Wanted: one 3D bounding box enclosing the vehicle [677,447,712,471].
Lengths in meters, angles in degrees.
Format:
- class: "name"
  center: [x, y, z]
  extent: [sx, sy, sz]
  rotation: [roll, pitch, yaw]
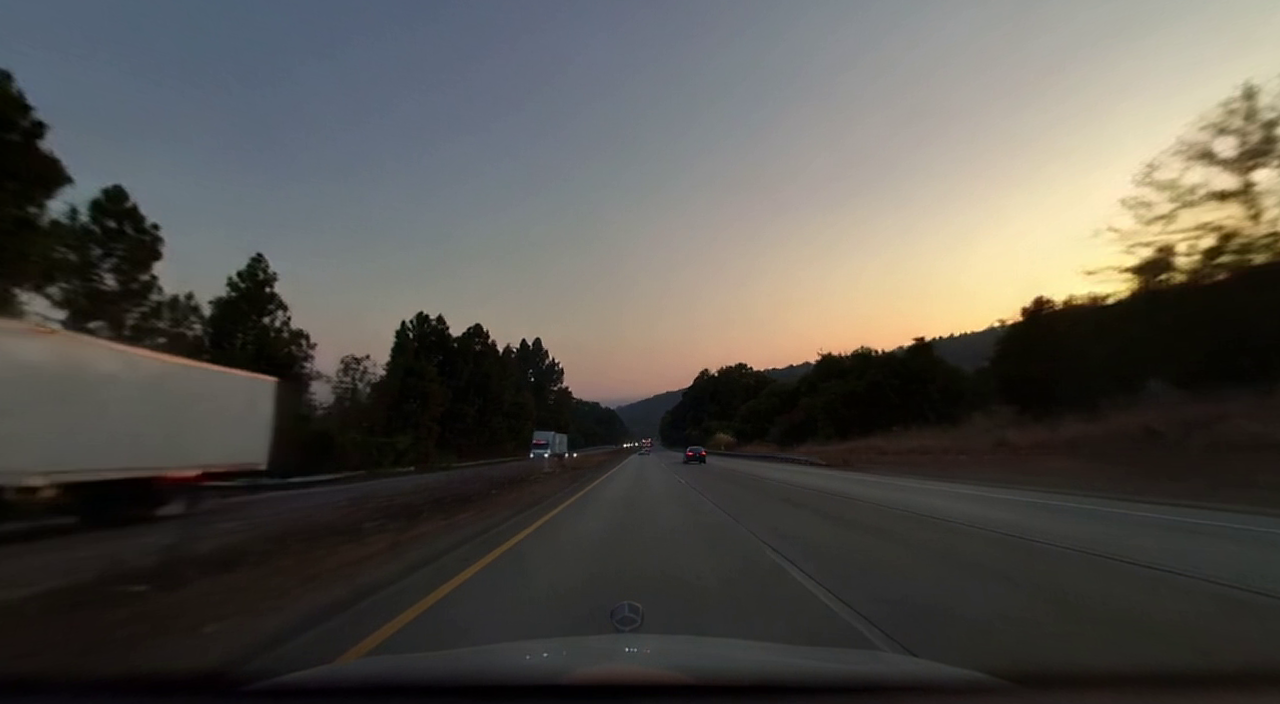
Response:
- class: "vehicle"
  center: [3.697, 7.357, 43.599]
  extent: [2.013, 1.584, 3.995]
  rotation: [0, -9, -1]
